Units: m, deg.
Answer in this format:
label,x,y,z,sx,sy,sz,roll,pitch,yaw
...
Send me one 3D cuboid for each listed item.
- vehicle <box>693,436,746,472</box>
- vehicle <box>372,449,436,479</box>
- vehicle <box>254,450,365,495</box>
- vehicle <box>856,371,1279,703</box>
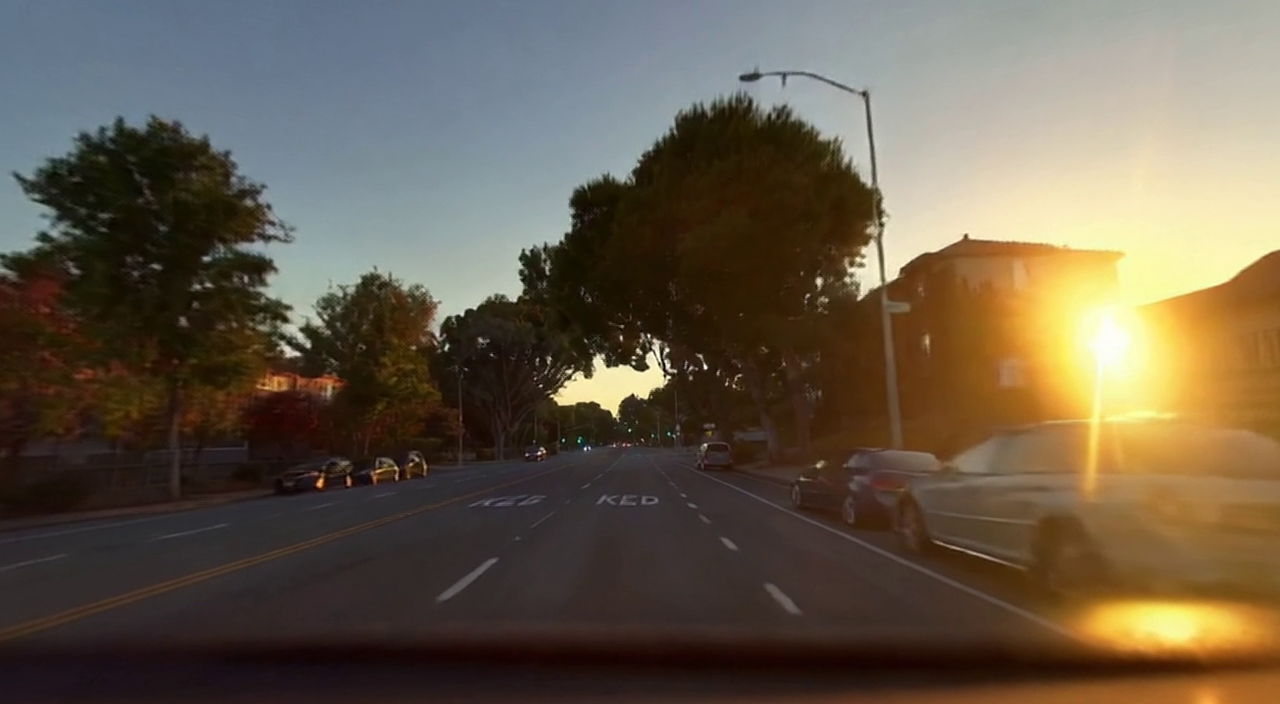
label,x,y,z,sx,sy,sz,roll,pitch,yaw
vehicle,4.115,5.376,33.517,2.220,1.752,4.782,0,-8,0
vehicle,-14.048,6.684,37.964,1.983,1.608,4.699,0,-8,1
vehicle,-14.064,5.121,27.298,2.163,1.641,4.875,0,-8,0
vehicle,4.004,1.316,5.688,2.338,1.771,4.680,0,-8,-1
